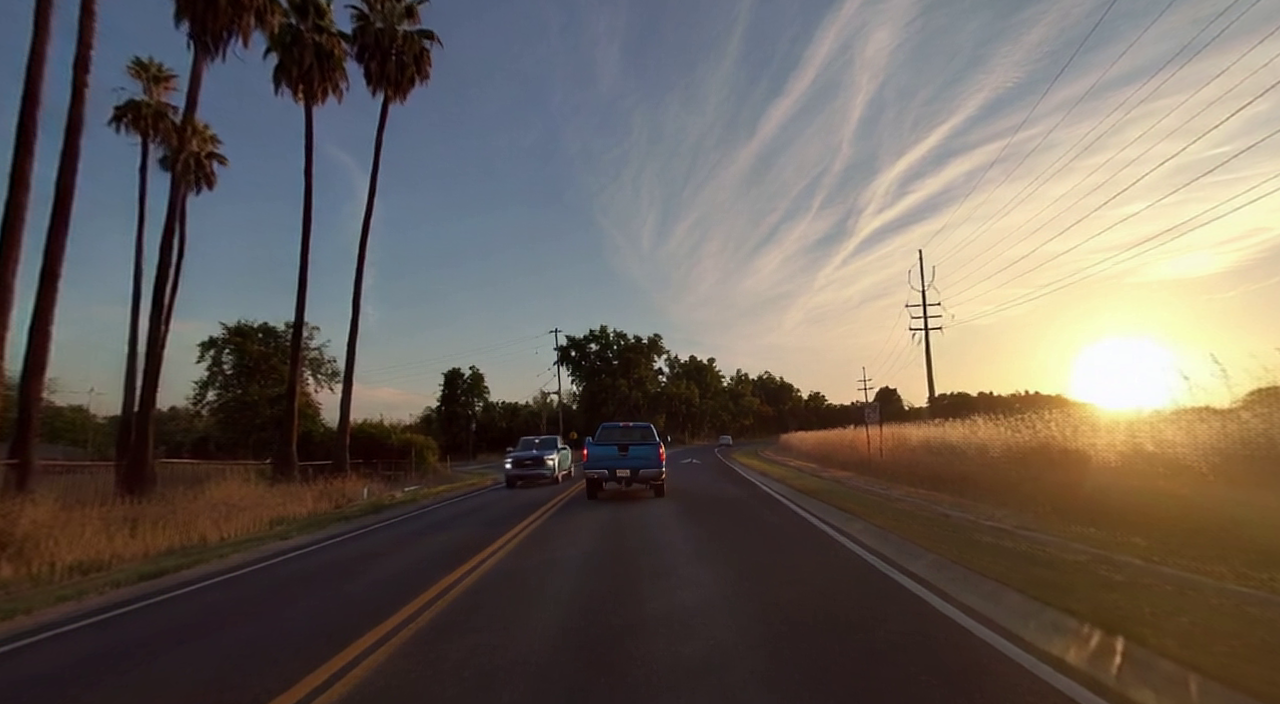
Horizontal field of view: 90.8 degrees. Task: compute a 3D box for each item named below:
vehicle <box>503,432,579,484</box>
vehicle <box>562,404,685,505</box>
[{"bbox_3d":[-4.040,4.452,26.715,2.276,1.965,5.009,0,-9,1],"label":"vehicle"},{"bbox_3d":[-0.403,2.709,16.979,2.693,2.223,5.885,0,-9,-1],"label":"vehicle"}]
